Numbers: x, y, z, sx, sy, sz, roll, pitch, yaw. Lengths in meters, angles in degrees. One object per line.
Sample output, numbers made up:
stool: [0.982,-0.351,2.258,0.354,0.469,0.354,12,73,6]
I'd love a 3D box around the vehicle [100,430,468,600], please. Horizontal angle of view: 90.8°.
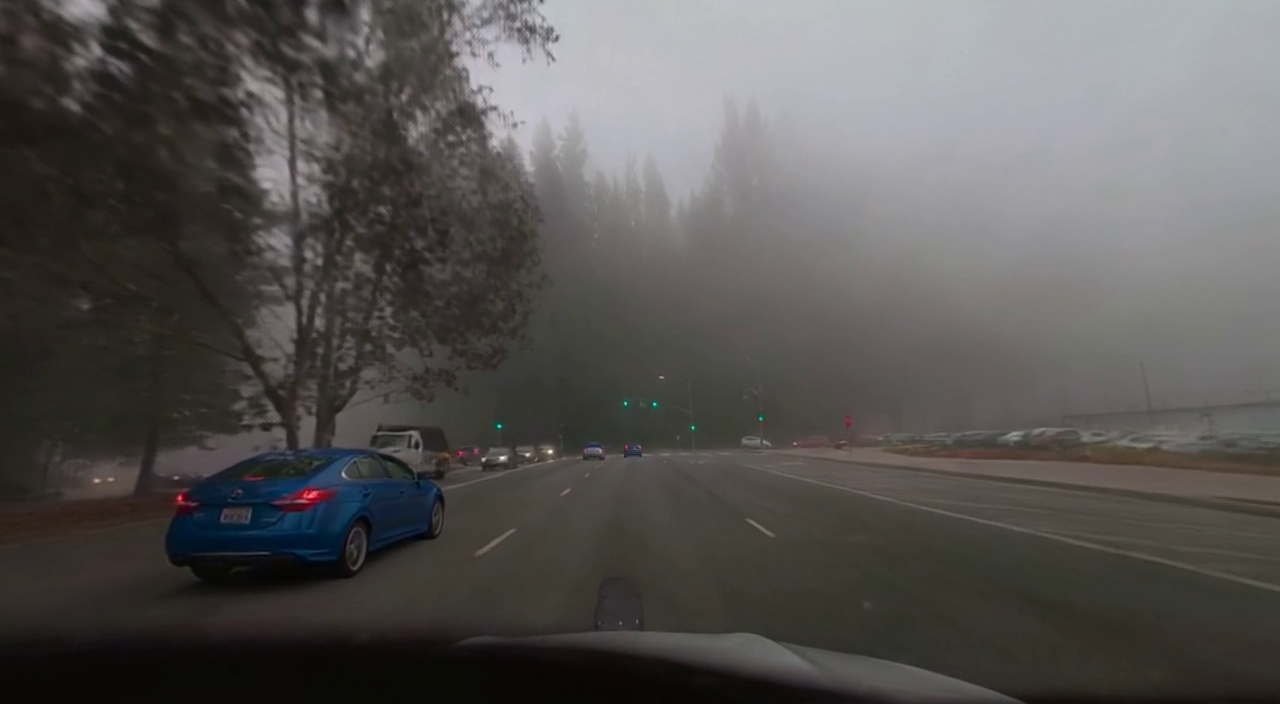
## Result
vehicle: [-3.643,1.714,7.638,1.905,1.418,4.396,0,-8,0]

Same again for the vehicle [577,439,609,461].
vehicle: [-3.571,7.573,48.894,2.103,1.592,4.160,0,-8,0]

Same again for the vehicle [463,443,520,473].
vehicle: [-7.658,5.507,33.059,1.920,1.456,4.534,0,-8,0]
